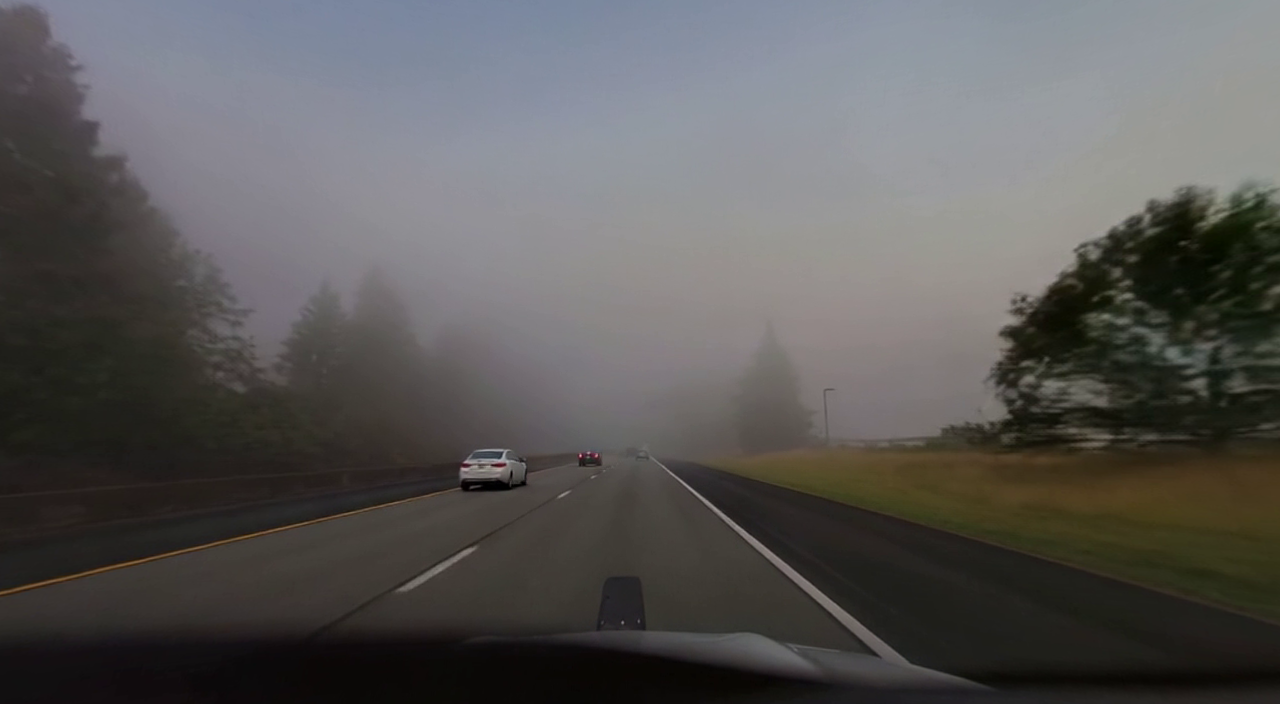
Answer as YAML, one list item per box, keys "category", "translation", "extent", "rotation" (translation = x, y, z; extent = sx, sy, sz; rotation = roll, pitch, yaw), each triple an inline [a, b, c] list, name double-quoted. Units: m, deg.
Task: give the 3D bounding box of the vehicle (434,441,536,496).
- category: "vehicle"
  translation: [-4.671, 3.590, 19.739]
  extent: [1.975, 1.501, 4.603]
  rotation: [0, -9, 1]

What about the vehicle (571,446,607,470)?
- category: "vehicle"
  translation: [-3.347, 7.029, 41.997]
  extent: [2.005, 1.474, 3.921]
  rotation: [0, -9, 1]
